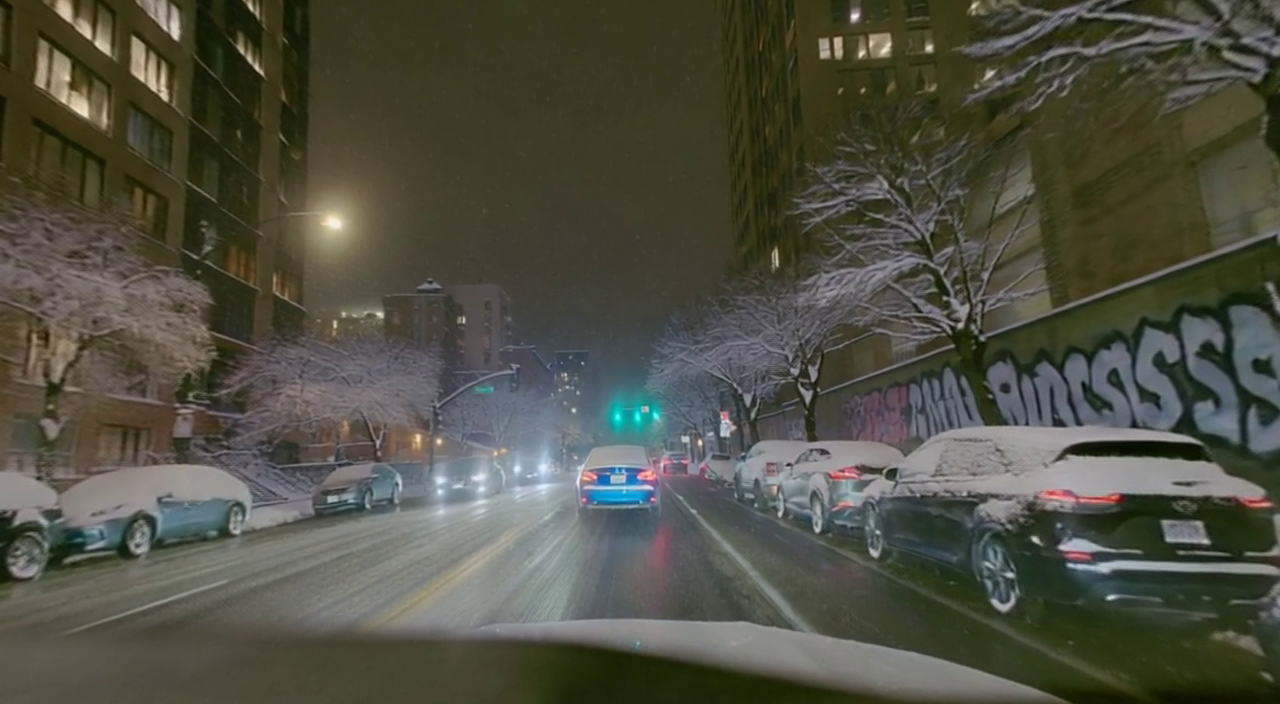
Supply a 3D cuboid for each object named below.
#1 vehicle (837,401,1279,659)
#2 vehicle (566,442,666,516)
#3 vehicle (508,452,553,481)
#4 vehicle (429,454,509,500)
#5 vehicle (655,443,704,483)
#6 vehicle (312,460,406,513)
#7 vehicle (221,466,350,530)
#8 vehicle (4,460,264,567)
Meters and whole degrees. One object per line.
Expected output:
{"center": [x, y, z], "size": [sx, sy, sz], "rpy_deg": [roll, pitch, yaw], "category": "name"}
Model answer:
{"center": [4.217, 1.647, 7.190], "size": [2.097, 1.811, 5.230], "rpy_deg": [0, -8, -2], "category": "vehicle"}
{"center": [-0.529, 3.082, 15.907], "size": [2.166, 1.579, 4.300], "rpy_deg": [0, -8, 0], "category": "vehicle"}
{"center": [-7.023, 7.412, 41.121], "size": [2.147, 1.747, 4.409], "rpy_deg": [0, -8, 0], "category": "vehicle"}
{"center": [-6.615, 4.858, 24.929], "size": [1.906, 1.445, 4.490], "rpy_deg": [-4, -8, 0], "category": "vehicle"}
{"center": [1.820, 5.296, 30.420], "size": [2.207, 1.761, 4.292], "rpy_deg": [0, -8, 1], "category": "vehicle"}
{"center": [-11.067, 5.259, 25.199], "size": [1.822, 1.639, 4.144], "rpy_deg": [-6, -8, 0], "category": "vehicle"}
{"center": [-10.956, 4.492, 19.924], "size": [1.741, 1.506, 4.370], "rpy_deg": [-4, -8, -3], "category": "vehicle"}
{"center": [-10.923, 3.440, 14.234], "size": [2.276, 1.741, 4.439], "rpy_deg": [-4, -8, -1], "category": "vehicle"}
